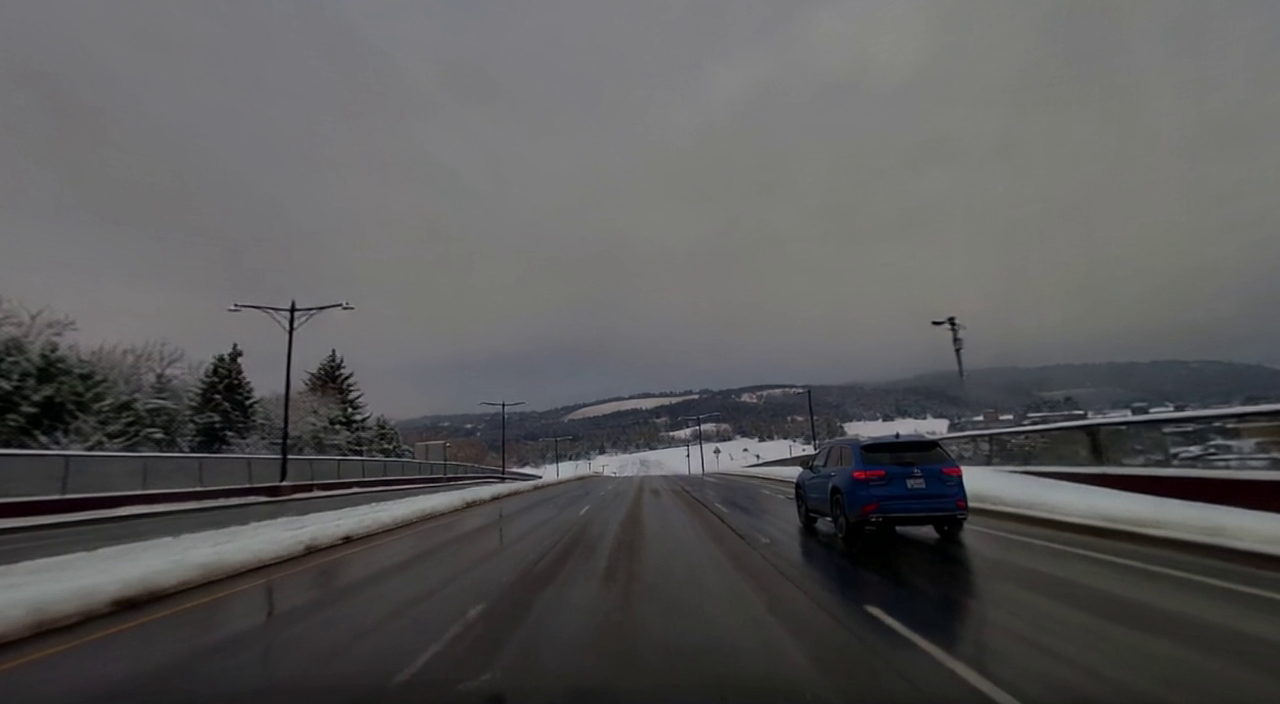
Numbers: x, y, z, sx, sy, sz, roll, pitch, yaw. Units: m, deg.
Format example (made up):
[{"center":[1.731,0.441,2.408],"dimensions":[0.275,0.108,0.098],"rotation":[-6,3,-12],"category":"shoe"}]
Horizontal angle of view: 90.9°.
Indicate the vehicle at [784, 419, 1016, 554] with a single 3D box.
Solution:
[{"center":[3.874,2.068,10.410],"dimensions":[1.989,1.730,4.324],"rotation":[0,-8,0],"category":"vehicle"}]
